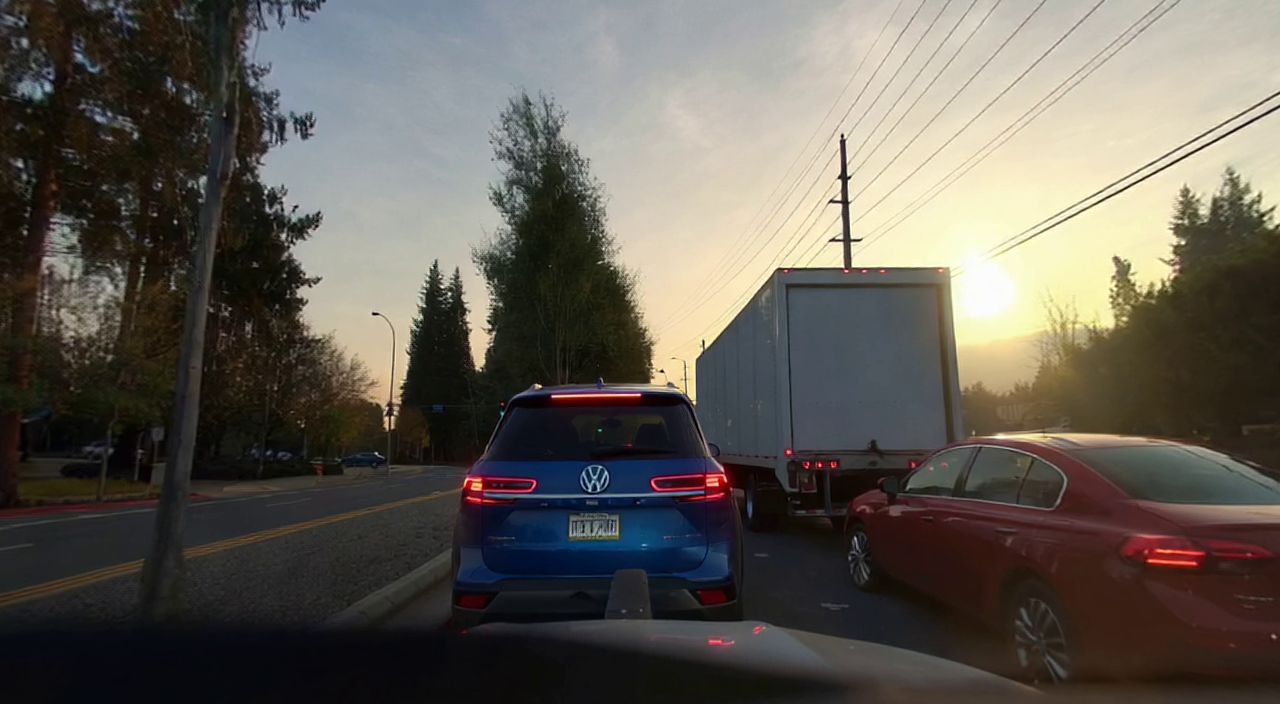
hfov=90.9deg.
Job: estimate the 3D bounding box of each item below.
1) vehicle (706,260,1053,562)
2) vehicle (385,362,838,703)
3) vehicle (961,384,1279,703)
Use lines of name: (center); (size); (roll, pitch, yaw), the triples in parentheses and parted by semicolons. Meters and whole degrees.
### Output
vehicle: (3.228, 1.274, 11.839); (2.915, 3.559, 8.848); (0, -8, 0)
vehicle: (-0.129, 1.223, 5.140); (2.114, 1.732, 4.230); (0, -8, 0)
vehicle: (2.832, 0.747, 1.196); (1.971, 1.484, 4.728); (0, -8, 0)
